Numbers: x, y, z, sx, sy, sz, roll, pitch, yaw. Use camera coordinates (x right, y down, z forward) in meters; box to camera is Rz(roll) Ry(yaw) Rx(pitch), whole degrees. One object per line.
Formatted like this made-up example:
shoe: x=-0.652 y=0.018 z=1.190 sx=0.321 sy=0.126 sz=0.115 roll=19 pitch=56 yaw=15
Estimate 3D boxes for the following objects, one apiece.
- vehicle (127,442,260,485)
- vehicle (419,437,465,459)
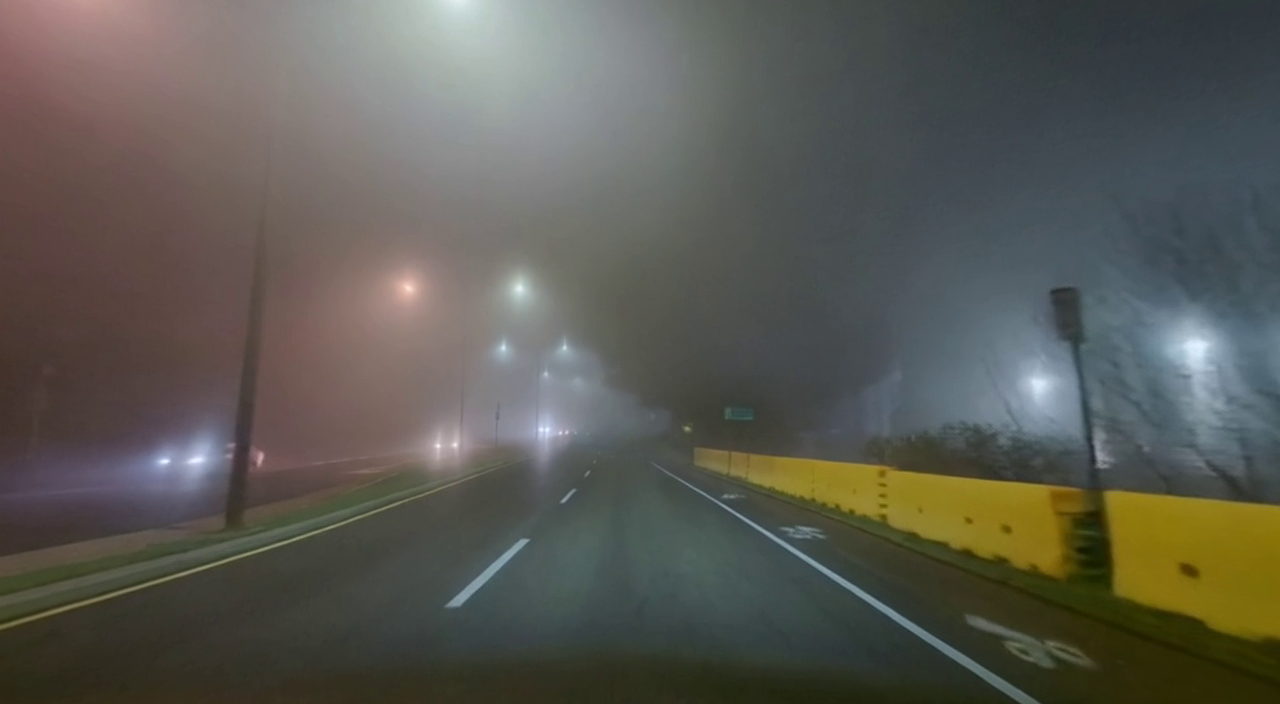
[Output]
vehicle: x=-17.559 y=4.402 z=25.204 sx=1.892 sy=1.521 sz=4.641 roll=0 pitch=-9 yaw=0
vehicle: x=-14.683 y=7.171 z=47.188 sx=1.969 sy=1.563 sz=4.648 roll=0 pitch=-9 yaw=-1
